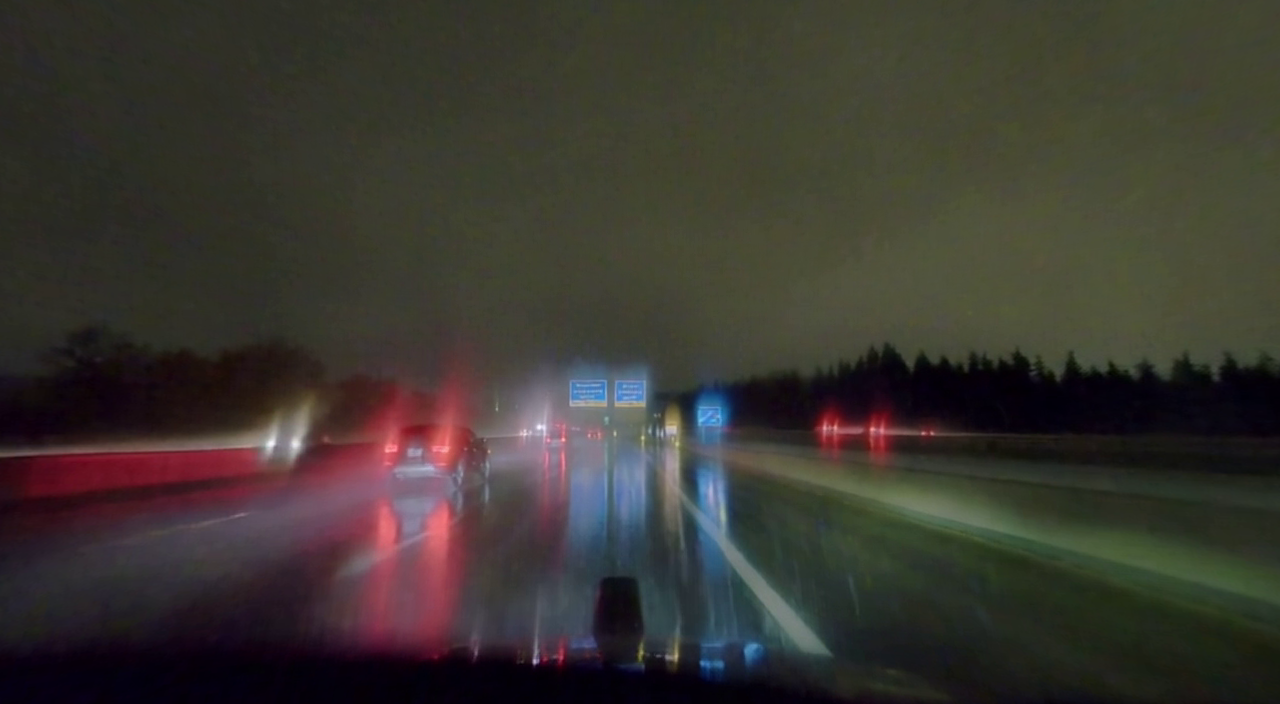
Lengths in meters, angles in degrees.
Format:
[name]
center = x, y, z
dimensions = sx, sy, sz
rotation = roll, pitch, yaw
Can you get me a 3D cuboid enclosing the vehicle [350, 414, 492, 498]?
[vehicle]
center = -5.072, 2.450, 15.251
dimensions = 2.007, 1.727, 4.040
rotation = 0, -8, -1
